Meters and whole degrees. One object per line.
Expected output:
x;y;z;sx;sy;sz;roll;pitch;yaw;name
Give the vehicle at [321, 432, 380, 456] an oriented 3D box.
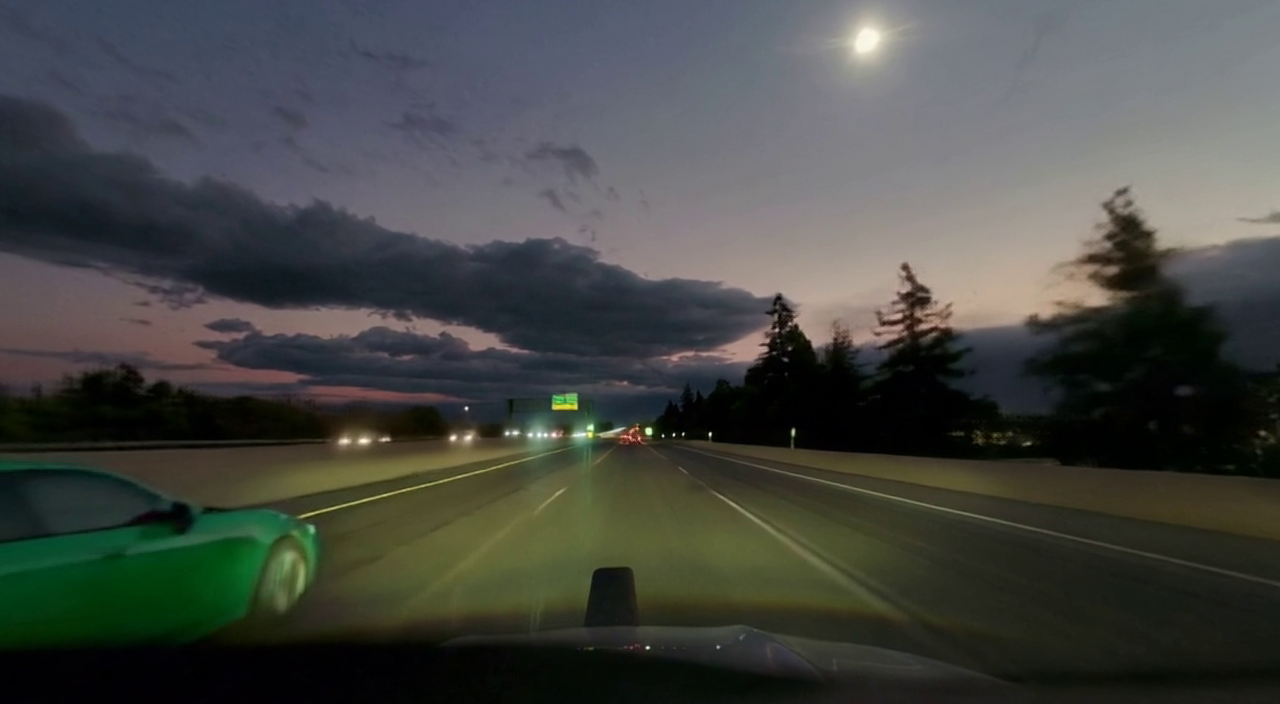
-18.864;6.039;41.309;1.872;1.469;4.419;0;-8;-2;vehicle
